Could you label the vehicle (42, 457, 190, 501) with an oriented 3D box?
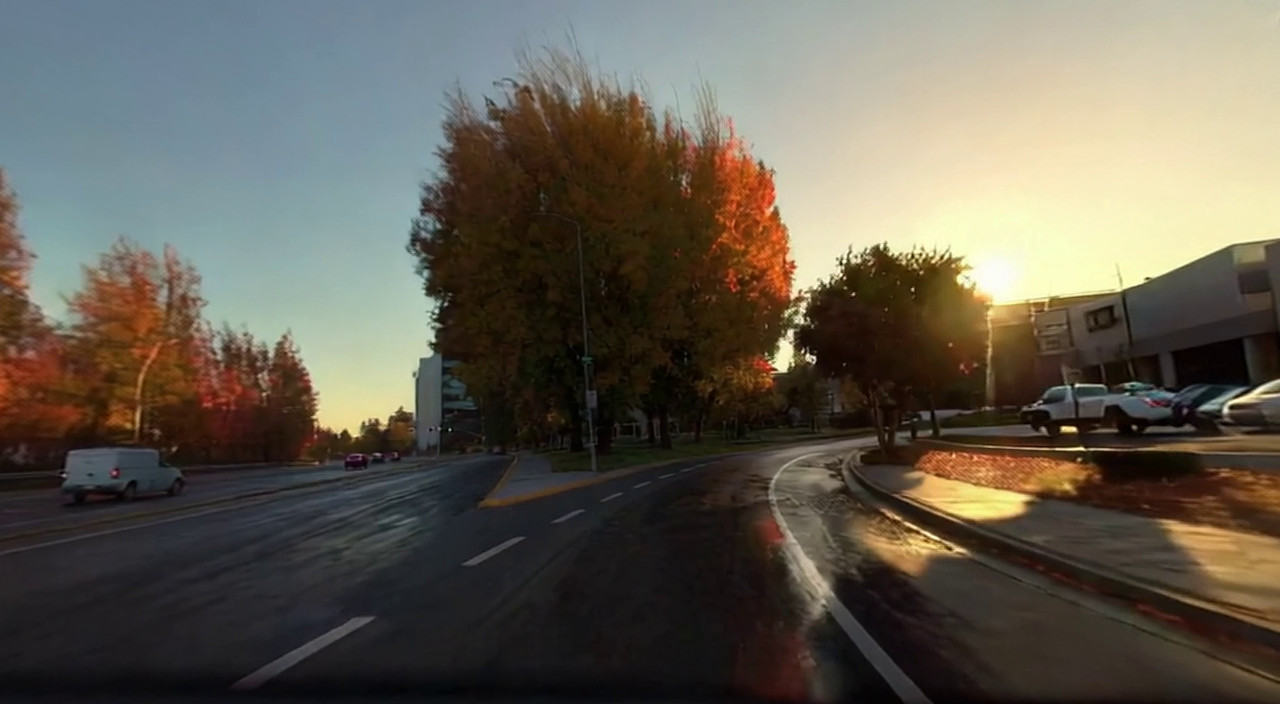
[{"bbox_3d":[-31.261,7.562,38.149,2.819,2.204,8.236,2,-9,-8],"label":"vehicle"}]
